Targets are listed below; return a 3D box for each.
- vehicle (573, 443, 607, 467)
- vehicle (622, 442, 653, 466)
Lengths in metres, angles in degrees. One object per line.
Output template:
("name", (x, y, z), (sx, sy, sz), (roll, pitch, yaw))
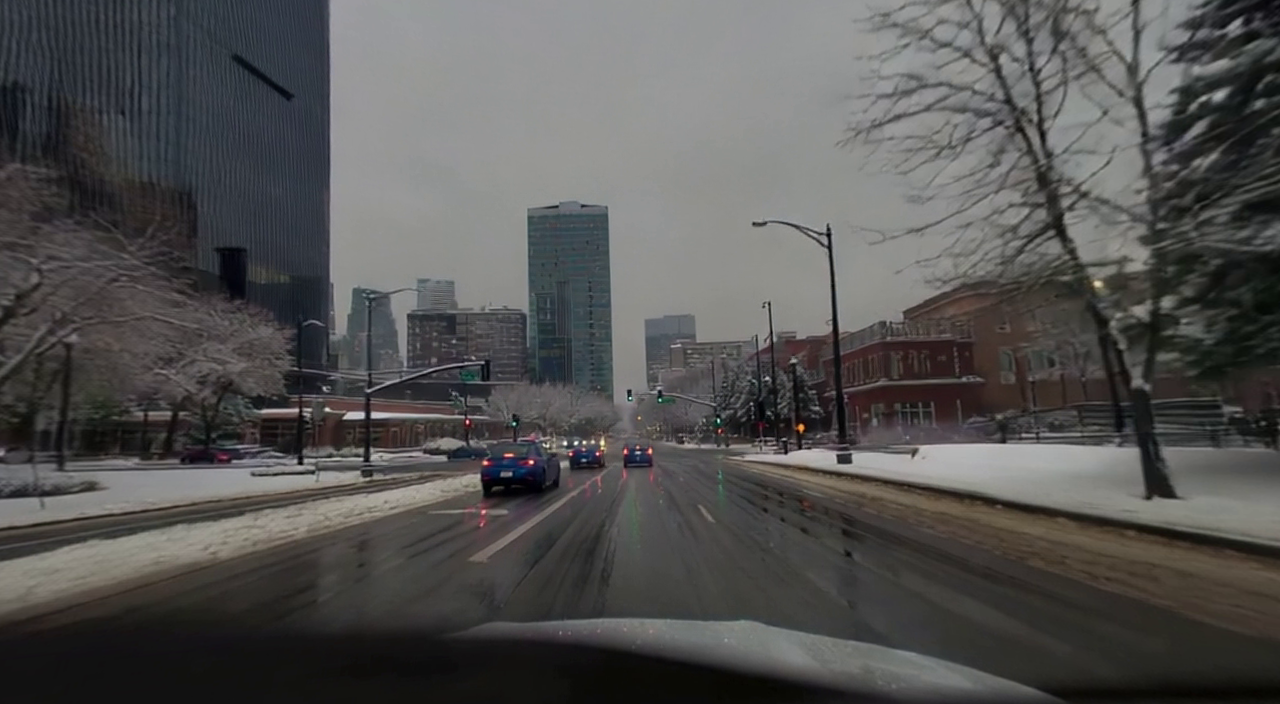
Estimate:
("vehicle", (-3.353, 7.010, 43.233), (1.995, 1.479, 4.627), (0, -8, 0))
("vehicle", (-0.159, 6.781, 42.218), (2.016, 1.478, 3.795), (0, -8, 0))
